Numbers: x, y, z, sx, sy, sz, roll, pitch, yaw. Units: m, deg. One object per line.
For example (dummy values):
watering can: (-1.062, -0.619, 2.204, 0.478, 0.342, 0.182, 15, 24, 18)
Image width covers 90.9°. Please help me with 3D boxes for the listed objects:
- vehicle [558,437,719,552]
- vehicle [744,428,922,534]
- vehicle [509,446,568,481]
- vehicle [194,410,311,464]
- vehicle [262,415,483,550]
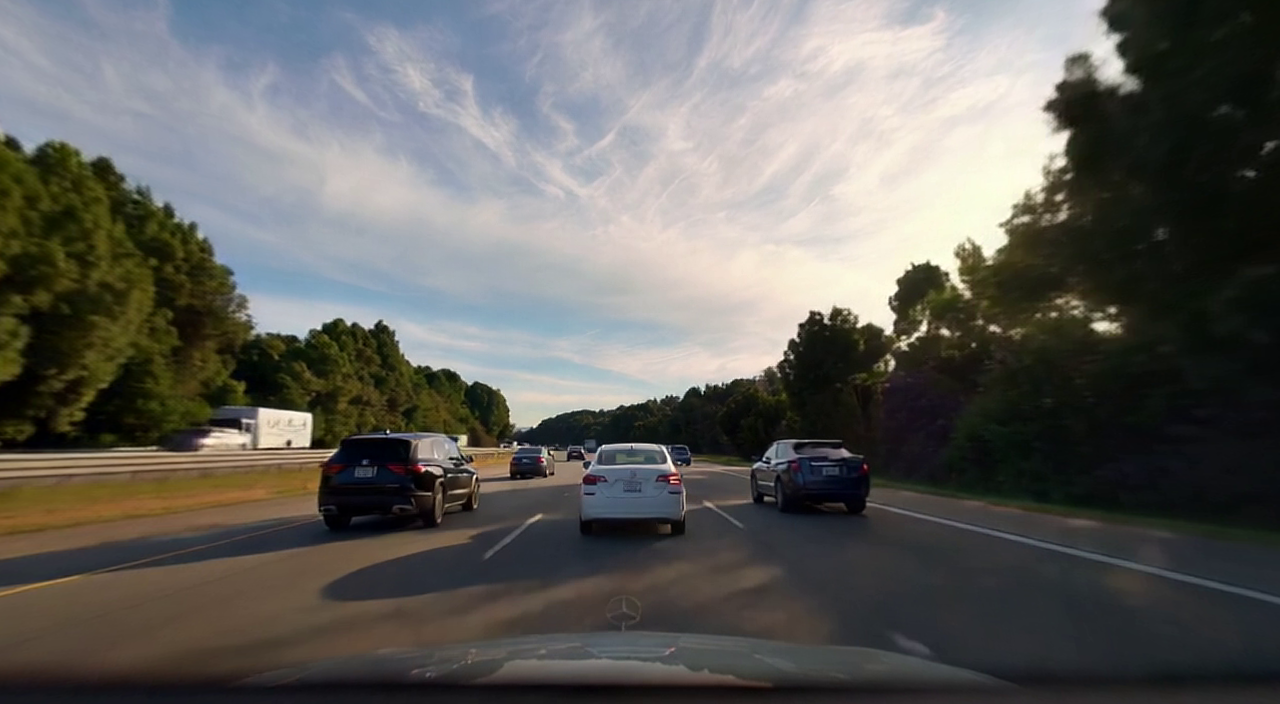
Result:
vehicle: (-0.093, 2.201, 10.443, 2.120, 1.478, 4.179, 0, -9, -2)
vehicle: (3.488, 2.423, 12.378, 1.996, 1.688, 4.207, 0, -9, -2)
vehicle: (-4.557, 5.057, 28.834, 2.122, 1.491, 3.800, 0, -9, -1)
vehicle: (-21.081, 4.762, 34.790, 2.417, 2.689, 6.486, 0, -9, -2)
vehicle: (-3.941, 1.989, 10.190, 1.830, 1.703, 4.142, 0, -9, -1)
